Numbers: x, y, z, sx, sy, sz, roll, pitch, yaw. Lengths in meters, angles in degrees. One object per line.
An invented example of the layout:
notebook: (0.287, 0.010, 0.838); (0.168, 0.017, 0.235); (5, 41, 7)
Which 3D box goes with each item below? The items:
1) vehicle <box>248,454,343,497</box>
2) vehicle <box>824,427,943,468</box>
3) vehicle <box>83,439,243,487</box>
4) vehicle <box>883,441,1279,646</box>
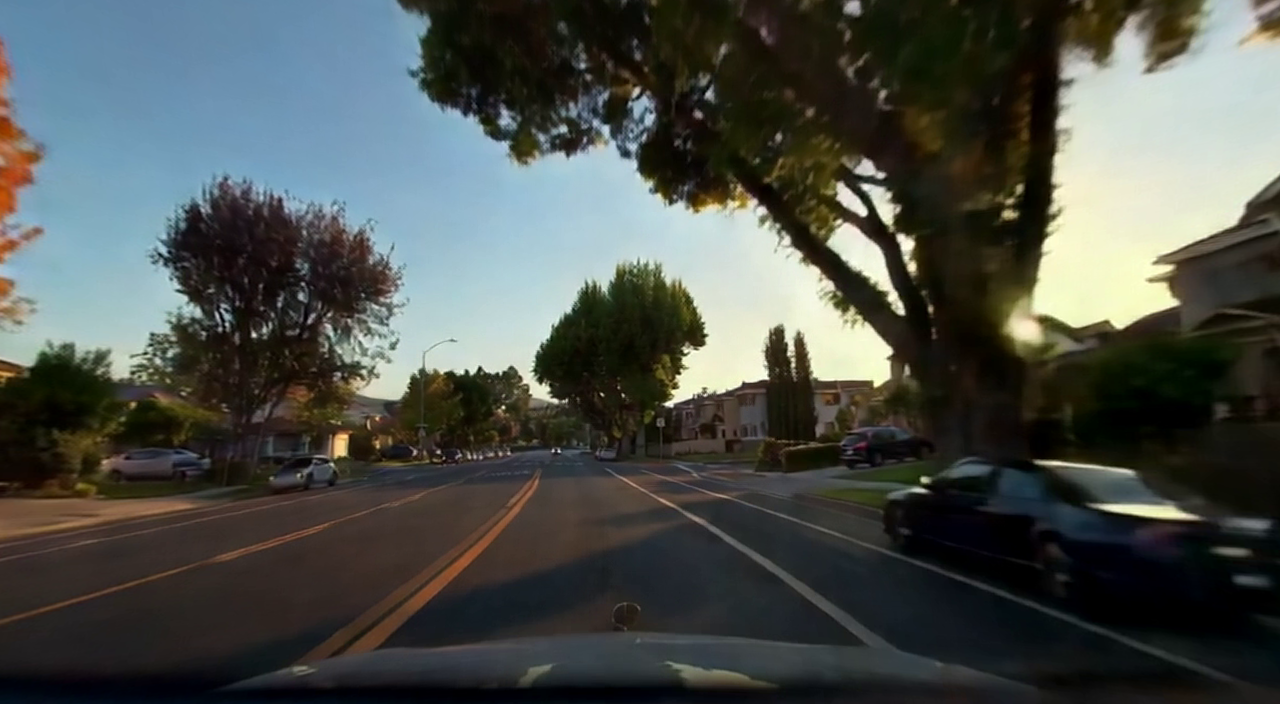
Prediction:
vehicle: (-13.753, 4.927, 25.536); (1.870, 1.451, 4.140); (0, -8, -6)
vehicle: (10.198, 4.006, 26.542); (4.216, 1.634, 1.999); (2, -9, -17)
vehicle: (-21.938, 5.137, 29.278); (5.560, 1.892, 2.099); (-1, -9, -4)
vehicle: (4.517, 1.697, 6.684); (2.029, 1.449, 4.028); (1, -9, -5)
